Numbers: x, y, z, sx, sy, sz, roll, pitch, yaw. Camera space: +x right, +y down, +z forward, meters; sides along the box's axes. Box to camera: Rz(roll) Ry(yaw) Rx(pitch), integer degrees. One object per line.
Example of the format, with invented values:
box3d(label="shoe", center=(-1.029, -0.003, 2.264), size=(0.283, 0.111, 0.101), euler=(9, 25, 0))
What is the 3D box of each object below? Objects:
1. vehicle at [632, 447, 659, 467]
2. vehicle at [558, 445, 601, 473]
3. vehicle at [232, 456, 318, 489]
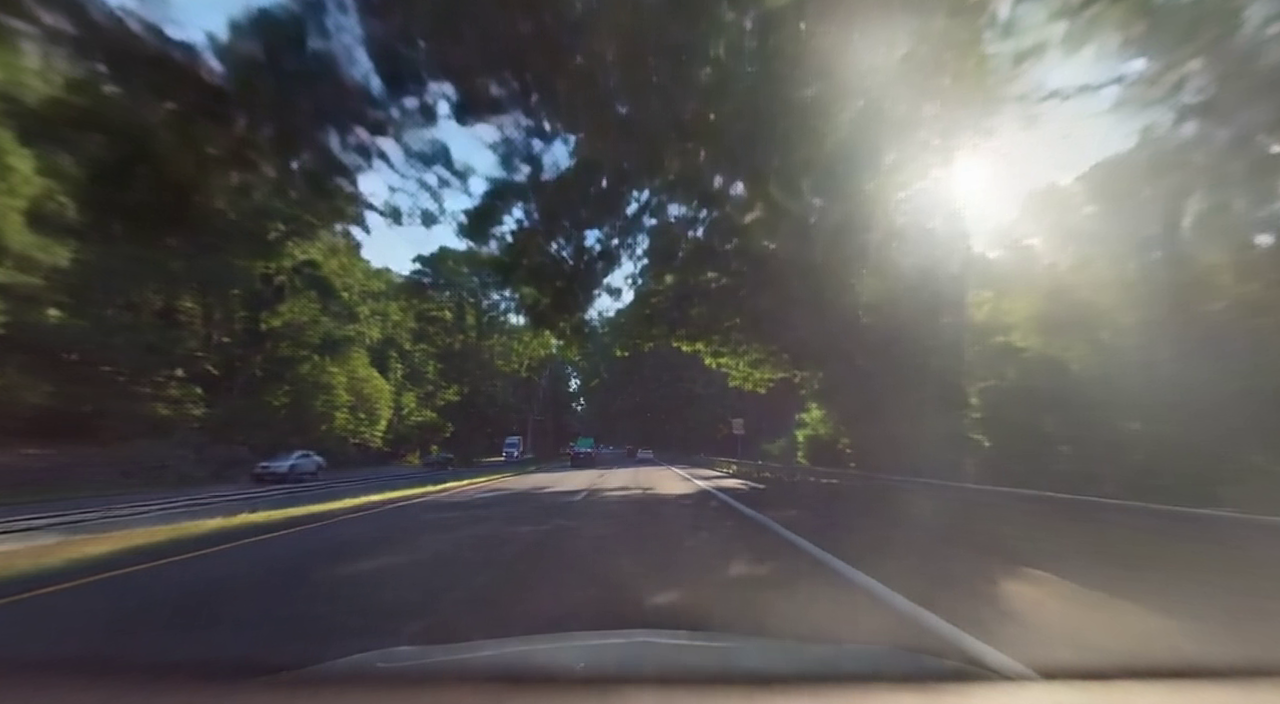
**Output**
box3d(label="vehicle", center=(0.384, 7.934, 47.766), size=(1.989, 1.402, 3.831), euler=(0, -9, -1))
box3d(label="vehicle", center=(-3.392, 6.128, 36.218), size=(2.112, 1.498, 4.117), euler=(0, -9, -1))
box3d(label="vehicle", center=(-18.877, 6.218, 32.845), size=(1.889, 1.545, 4.437), euler=(0, -9, -1))
